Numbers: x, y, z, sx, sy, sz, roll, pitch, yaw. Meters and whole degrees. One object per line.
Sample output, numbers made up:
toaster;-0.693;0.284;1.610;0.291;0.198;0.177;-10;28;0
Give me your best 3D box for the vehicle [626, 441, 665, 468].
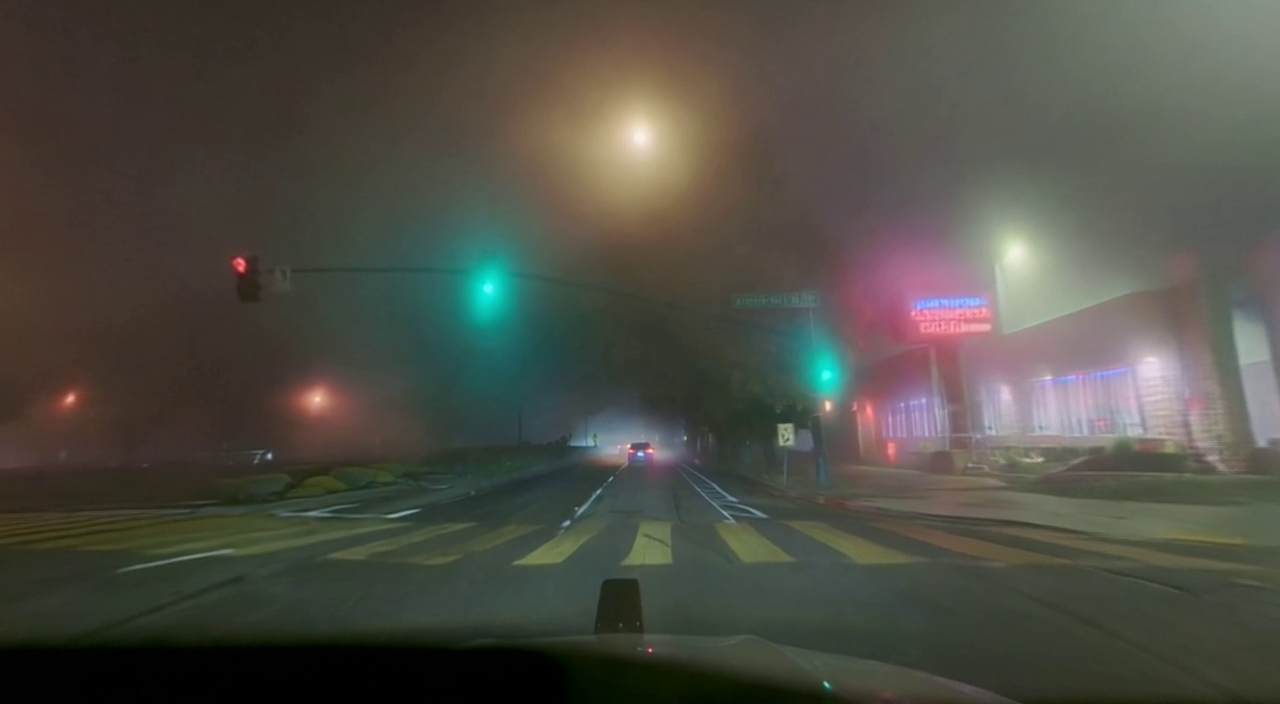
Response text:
vehicle;0.328;5.944;36.689;2.115;1.461;3.976;0;-8;1
